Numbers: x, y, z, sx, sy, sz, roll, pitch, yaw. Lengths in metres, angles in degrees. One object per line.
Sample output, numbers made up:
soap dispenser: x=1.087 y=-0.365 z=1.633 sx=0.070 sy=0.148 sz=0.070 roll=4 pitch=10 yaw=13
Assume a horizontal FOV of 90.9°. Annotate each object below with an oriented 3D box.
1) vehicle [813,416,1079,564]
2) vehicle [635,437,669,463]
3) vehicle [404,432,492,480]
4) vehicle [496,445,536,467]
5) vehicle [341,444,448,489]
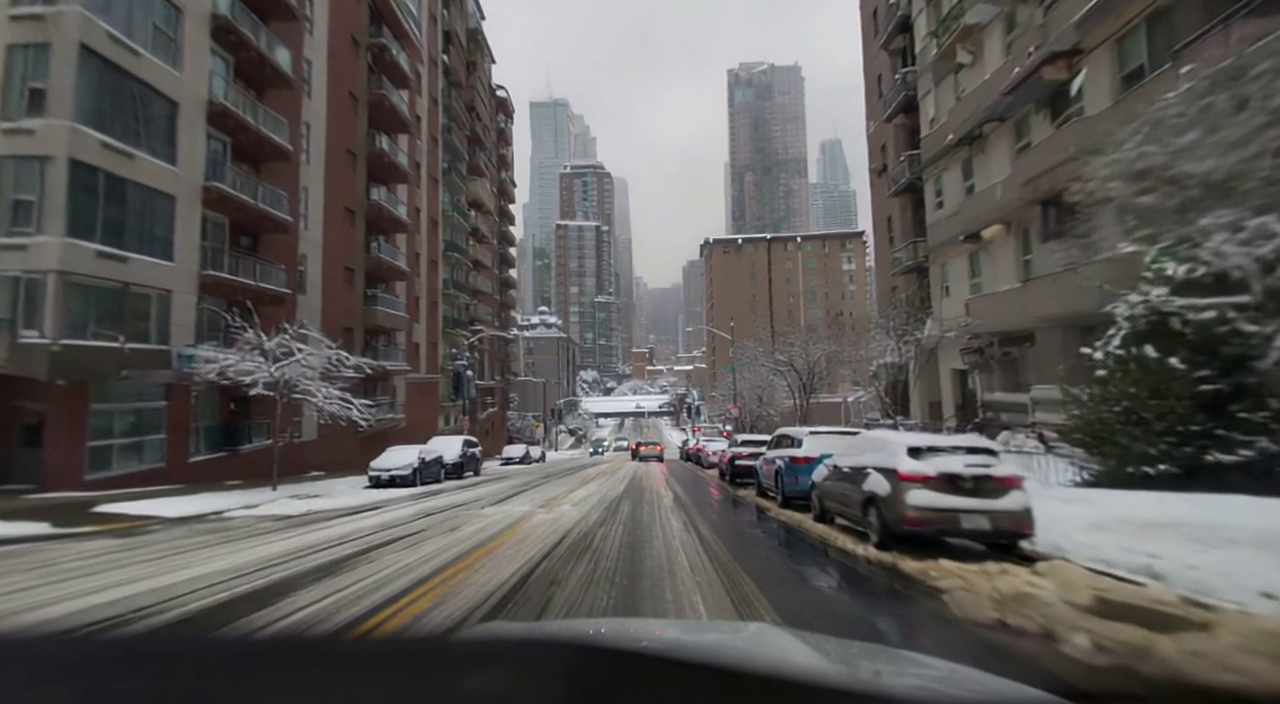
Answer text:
vehicle: x=3.821 y=1.754 z=8.570 sx=1.946 sy=1.607 sz=3.082 roll=0 pitch=-8 yaw=-2
vehicle: x=0.815 y=6.935 z=44.521 sx=2.261 sy=1.740 sz=4.065 roll=0 pitch=-8 yaw=0
vehicle: x=-8.971 y=4.918 z=30.127 sx=2.457 sy=2.048 sz=5.461 roll=0 pitch=-8 yaw=0
vehicle: x=-8.856 y=7.436 z=45.351 sx=2.021 sy=1.474 sz=4.337 roll=0 pitch=-8 yaw=-1
vehicle: x=-9.228 y=4.311 z=24.187 sx=2.089 sy=1.549 sz=4.597 roll=-1 pitch=-8 yaw=2
